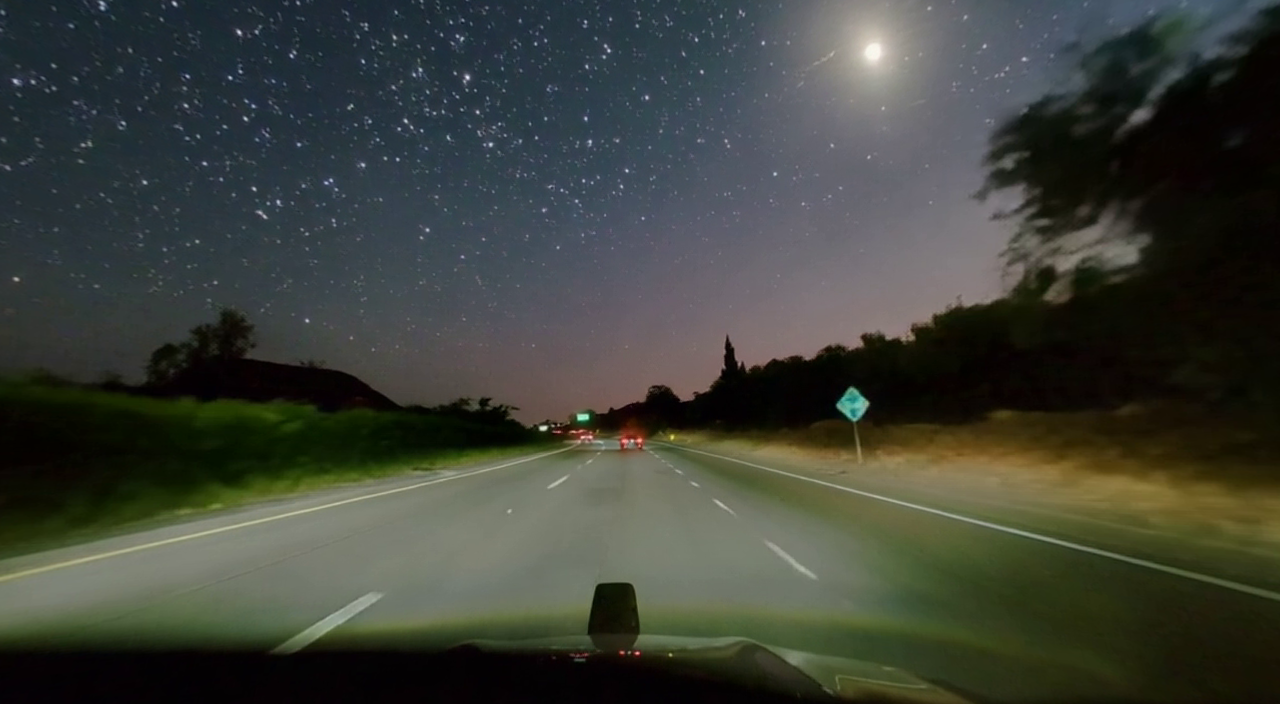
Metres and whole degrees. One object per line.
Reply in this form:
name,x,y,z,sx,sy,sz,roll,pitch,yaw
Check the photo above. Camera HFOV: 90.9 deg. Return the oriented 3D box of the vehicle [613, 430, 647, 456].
vehicle,-0.684,5.831,40.509,2.041,1.618,3.898,0,-8,-2
